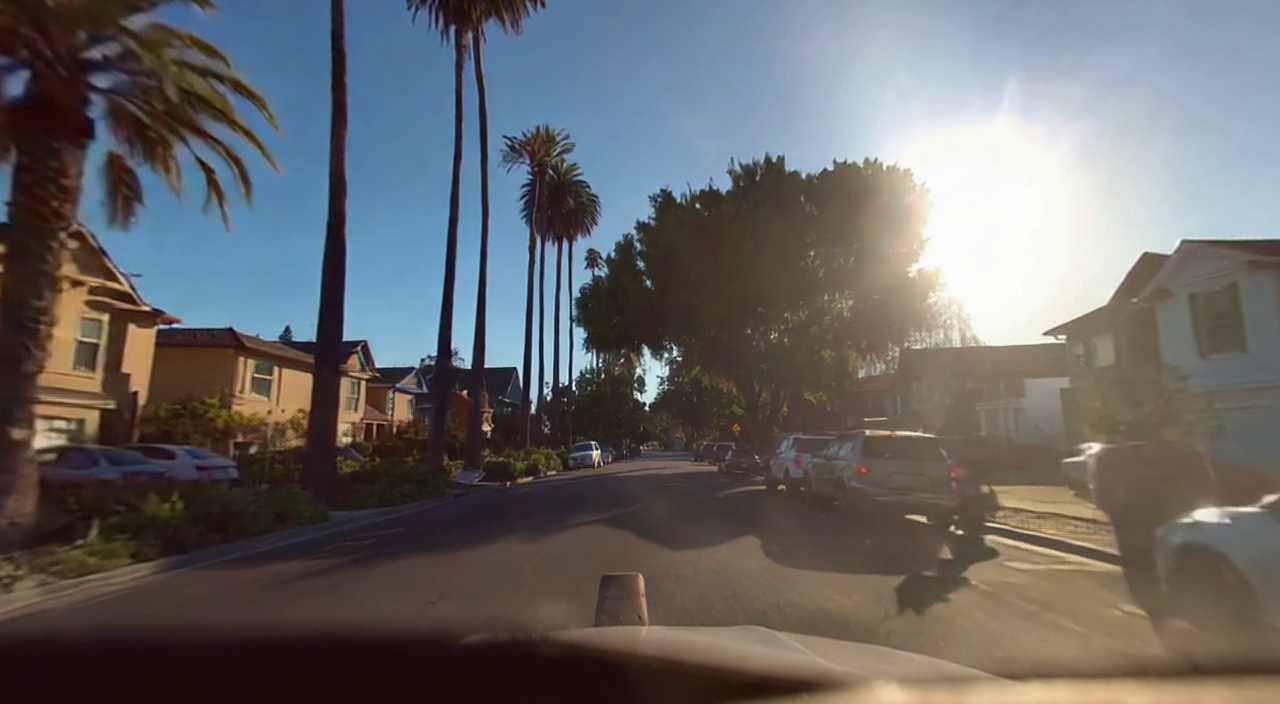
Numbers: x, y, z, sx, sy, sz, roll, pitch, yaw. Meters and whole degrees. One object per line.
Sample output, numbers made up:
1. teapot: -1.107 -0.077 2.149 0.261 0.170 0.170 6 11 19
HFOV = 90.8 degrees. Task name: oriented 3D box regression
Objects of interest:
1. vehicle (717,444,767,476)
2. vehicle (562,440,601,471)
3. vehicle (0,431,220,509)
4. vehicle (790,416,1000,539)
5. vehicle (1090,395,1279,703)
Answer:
1. vehicle: 5.425 5.778 34.097 2.056 1.464 4.493 2 -9 2
2. vehicle: -3.894 7.007 42.943 2.149 1.877 5.082 -2 -9 -1
3. vehicle: -12.791 2.724 14.827 4.448 1.679 1.972 0 -9 2
4. vehicle: 4.557 2.329 12.390 2.166 1.766 5.186 2 -9 3
5. vehicle: 4.410 0.938 2.280 1.971 1.663 5.076 2 -9 2
